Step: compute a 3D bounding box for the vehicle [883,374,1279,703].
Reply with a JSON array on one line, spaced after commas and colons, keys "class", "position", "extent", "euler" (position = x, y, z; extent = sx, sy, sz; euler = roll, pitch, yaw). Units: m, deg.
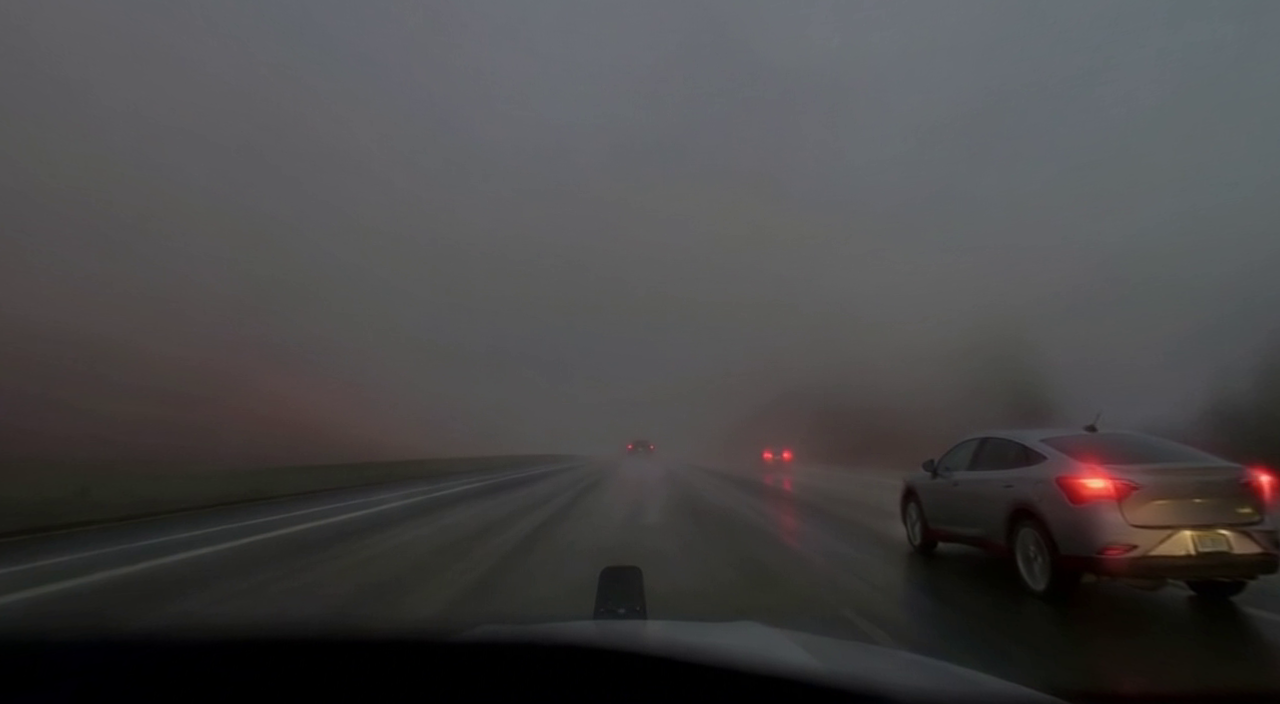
[{"class": "vehicle", "position": [4.123, 1.268, 5.517], "extent": [2.008, 1.595, 5.082], "euler": [0, -9, 1]}]

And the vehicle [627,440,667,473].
[{"class": "vehicle", "position": [0.337, 5.651, 34.094], "extent": [2.015, 1.639, 4.086], "euler": [0, -9, 0]}]
